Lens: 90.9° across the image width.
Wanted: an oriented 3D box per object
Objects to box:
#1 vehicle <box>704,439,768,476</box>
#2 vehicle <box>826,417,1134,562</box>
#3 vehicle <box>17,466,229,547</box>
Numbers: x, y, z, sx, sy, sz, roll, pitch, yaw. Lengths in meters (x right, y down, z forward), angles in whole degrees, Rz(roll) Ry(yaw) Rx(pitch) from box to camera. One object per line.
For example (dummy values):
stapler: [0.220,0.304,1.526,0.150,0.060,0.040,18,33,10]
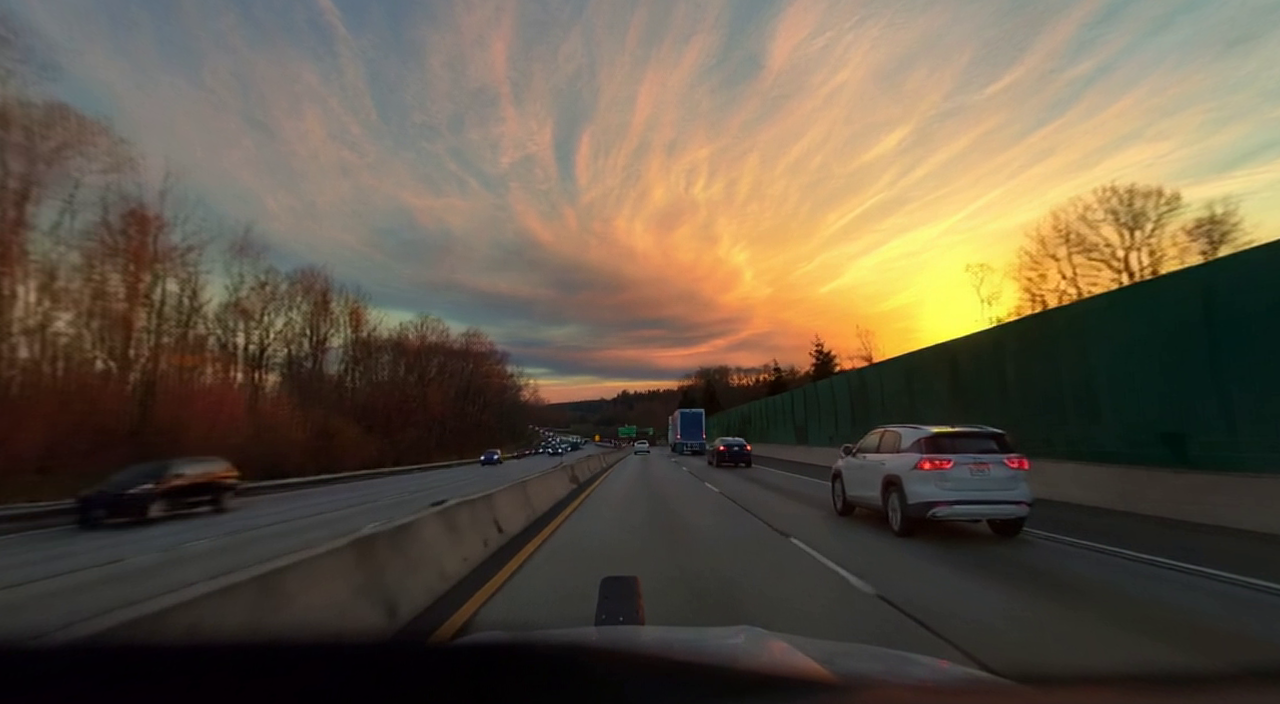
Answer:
vehicle: [4.099,4.560,27.613,2.000,1.473,4.440,0,-8,-2]
vehicle: [4.282,1.773,8.854,1.940,1.539,4.005,1,-8,-2]
vehicle: [-11.803,3.501,14.811,1.822,1.462,3.905,1,-8,-4]
